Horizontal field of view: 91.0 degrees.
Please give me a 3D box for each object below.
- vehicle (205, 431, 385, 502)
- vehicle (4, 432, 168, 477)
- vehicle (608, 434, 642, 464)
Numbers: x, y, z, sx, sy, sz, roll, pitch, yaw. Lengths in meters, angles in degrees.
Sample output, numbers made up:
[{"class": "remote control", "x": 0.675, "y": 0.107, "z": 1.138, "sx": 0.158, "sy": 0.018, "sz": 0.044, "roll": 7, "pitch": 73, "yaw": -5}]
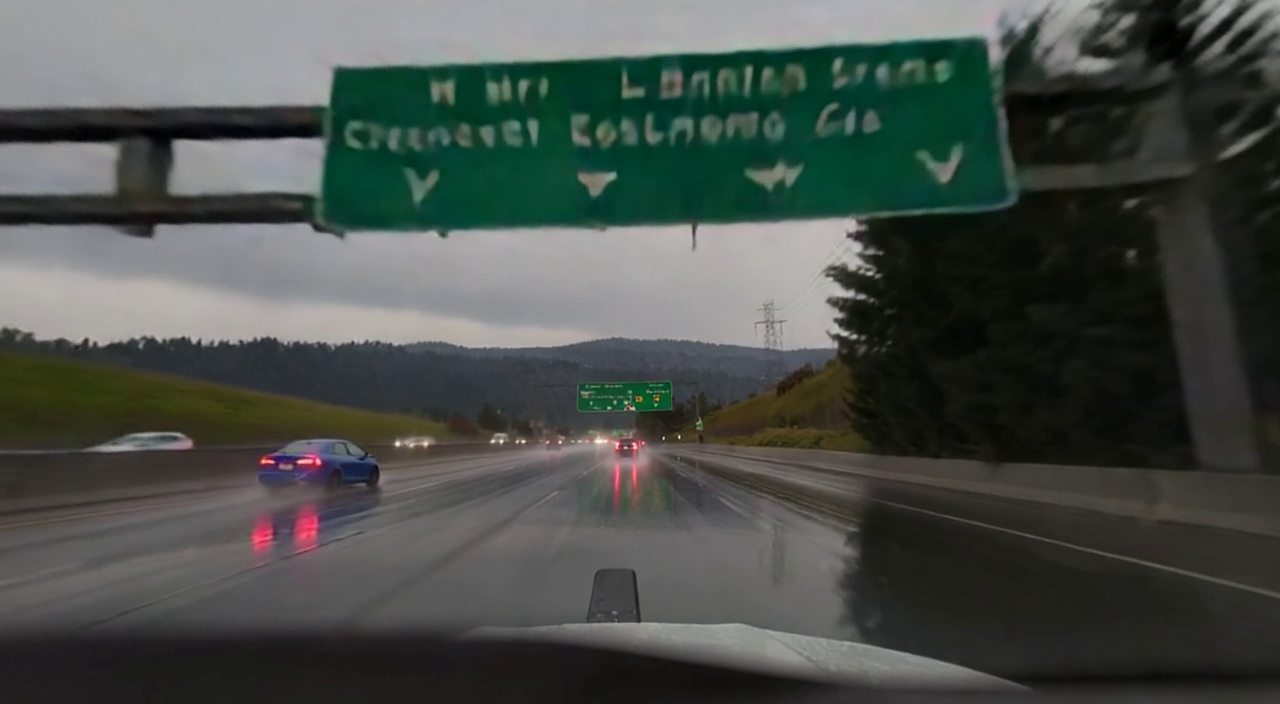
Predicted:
[{"class": "vehicle", "x": -8.230, "y": 2.750, "z": 15.584, "sx": 2.047, "sy": 1.486, "sz": 4.306, "roll": 0, "pitch": -8, "yaw": 0}, {"class": "vehicle", "x": -20.025, "y": 3.715, "z": 23.087, "sx": 1.892, "sy": 1.454, "sz": 4.599, "roll": 0, "pitch": -8, "yaw": -1}, {"class": "vehicle", "x": -0.925, "y": 6.033, "z": 39.264, "sx": 2.040, "sy": 1.715, "sz": 3.906, "roll": 0, "pitch": -8, "yaw": -1}]
